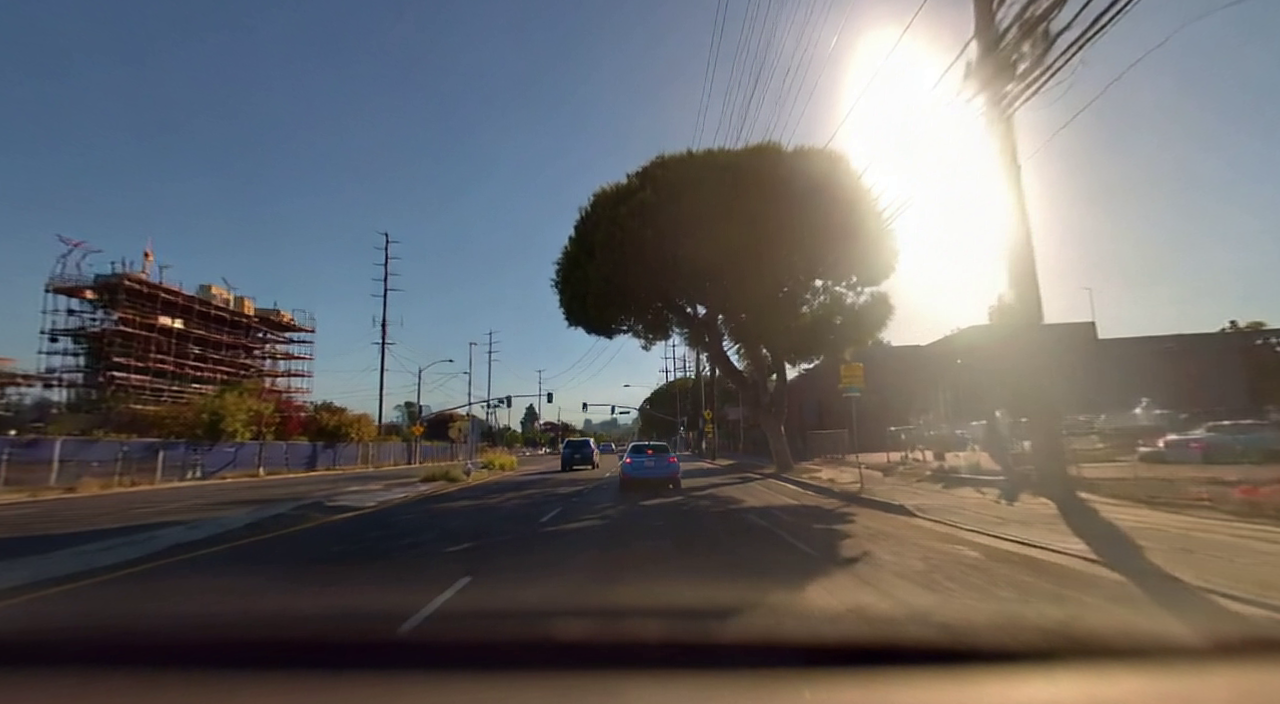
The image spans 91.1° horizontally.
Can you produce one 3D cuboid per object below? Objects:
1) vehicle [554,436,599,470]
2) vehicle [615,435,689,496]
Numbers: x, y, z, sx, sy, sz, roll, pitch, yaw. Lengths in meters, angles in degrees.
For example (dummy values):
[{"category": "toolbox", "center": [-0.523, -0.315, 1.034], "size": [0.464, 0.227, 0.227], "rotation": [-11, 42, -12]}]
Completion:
[{"category": "vehicle", "center": [-3.588, 5.815, 36.407], "size": [2.078, 1.804, 4.387], "rotation": [0, -8, 1]}, {"category": "vehicle", "center": [0.324, 3.480, 19.620], "size": [2.059, 1.691, 3.980], "rotation": [0, -8, 0]}]
